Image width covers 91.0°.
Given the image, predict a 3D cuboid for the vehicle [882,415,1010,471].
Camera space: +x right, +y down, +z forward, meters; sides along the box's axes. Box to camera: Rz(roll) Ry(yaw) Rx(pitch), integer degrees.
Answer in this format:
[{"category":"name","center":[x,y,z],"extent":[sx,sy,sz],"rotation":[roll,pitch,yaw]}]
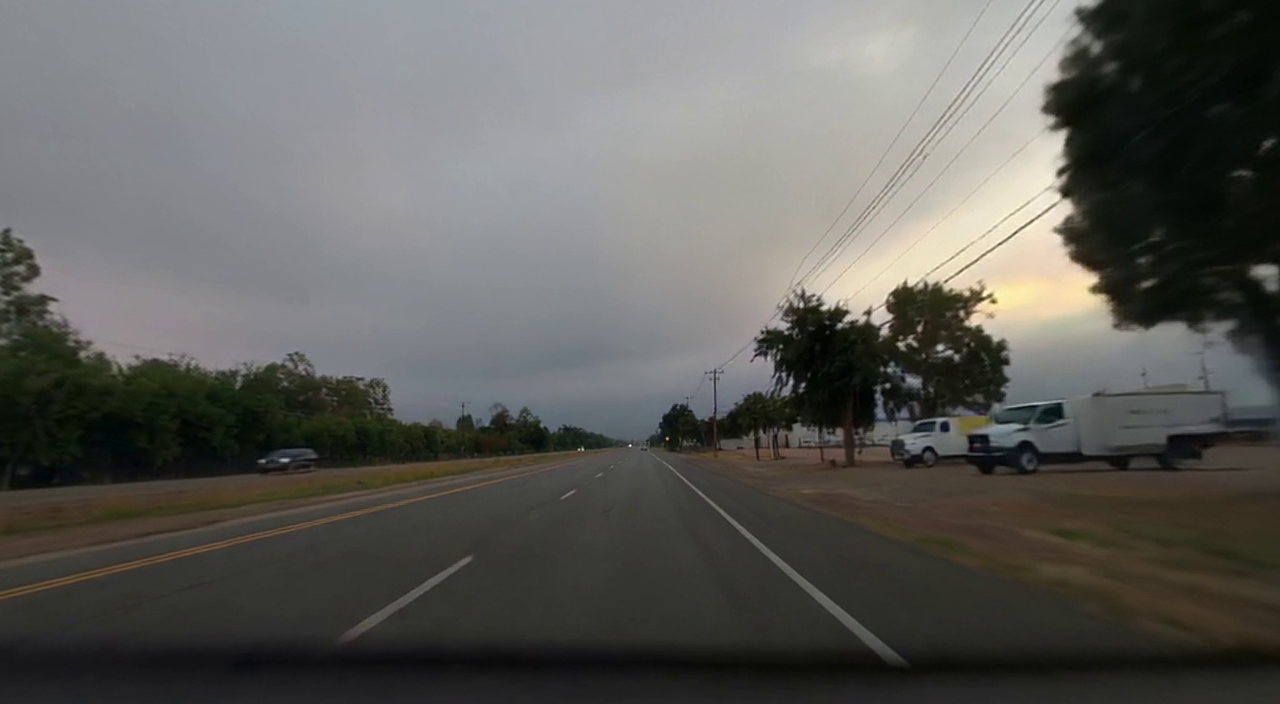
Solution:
[{"category":"vehicle","center":[15.572,4.736,32.781],"extent":[2.923,2.494,7.148],"rotation":[-1,-8,-1]}]

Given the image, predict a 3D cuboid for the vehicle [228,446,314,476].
[{"category":"vehicle","center":[-24.951,7.364,42.908],"extent":[2.240,1.879,5.771],"rotation":[0,-9,1]}]

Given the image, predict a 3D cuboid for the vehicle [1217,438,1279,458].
[{"category":"vehicle","center":[47.636,7.427,48.773],"extent":[1.829,1.494,4.579],"rotation":[0,-9,6]}]

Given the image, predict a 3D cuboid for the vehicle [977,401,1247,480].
[{"category":"vehicle","center":[15.746,3.170,22.211],"extent":[3.199,2.263,8.199],"rotation":[0,-9,0]}]
